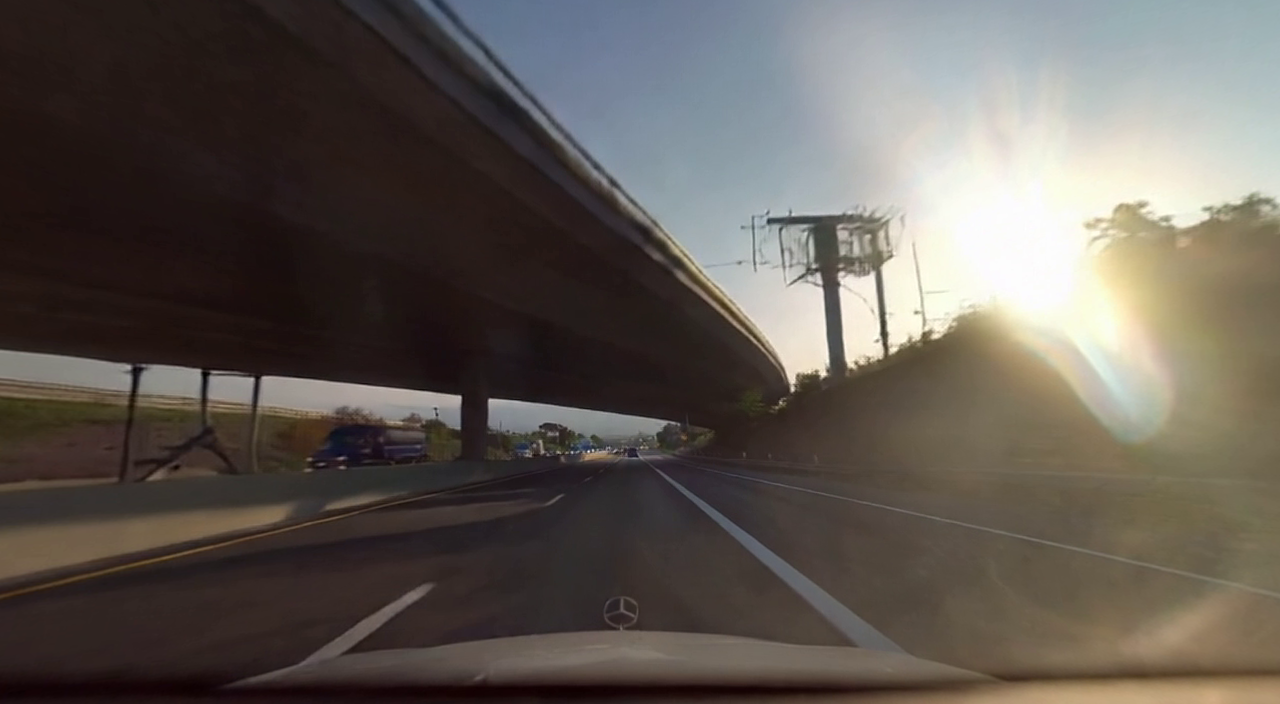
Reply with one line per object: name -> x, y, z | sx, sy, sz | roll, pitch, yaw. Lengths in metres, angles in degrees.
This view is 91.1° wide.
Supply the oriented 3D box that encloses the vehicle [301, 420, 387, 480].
vehicle -> -20.480, 6.842, 43.950 | 2.971, 3.884, 6.041 | 0, -9, -1
